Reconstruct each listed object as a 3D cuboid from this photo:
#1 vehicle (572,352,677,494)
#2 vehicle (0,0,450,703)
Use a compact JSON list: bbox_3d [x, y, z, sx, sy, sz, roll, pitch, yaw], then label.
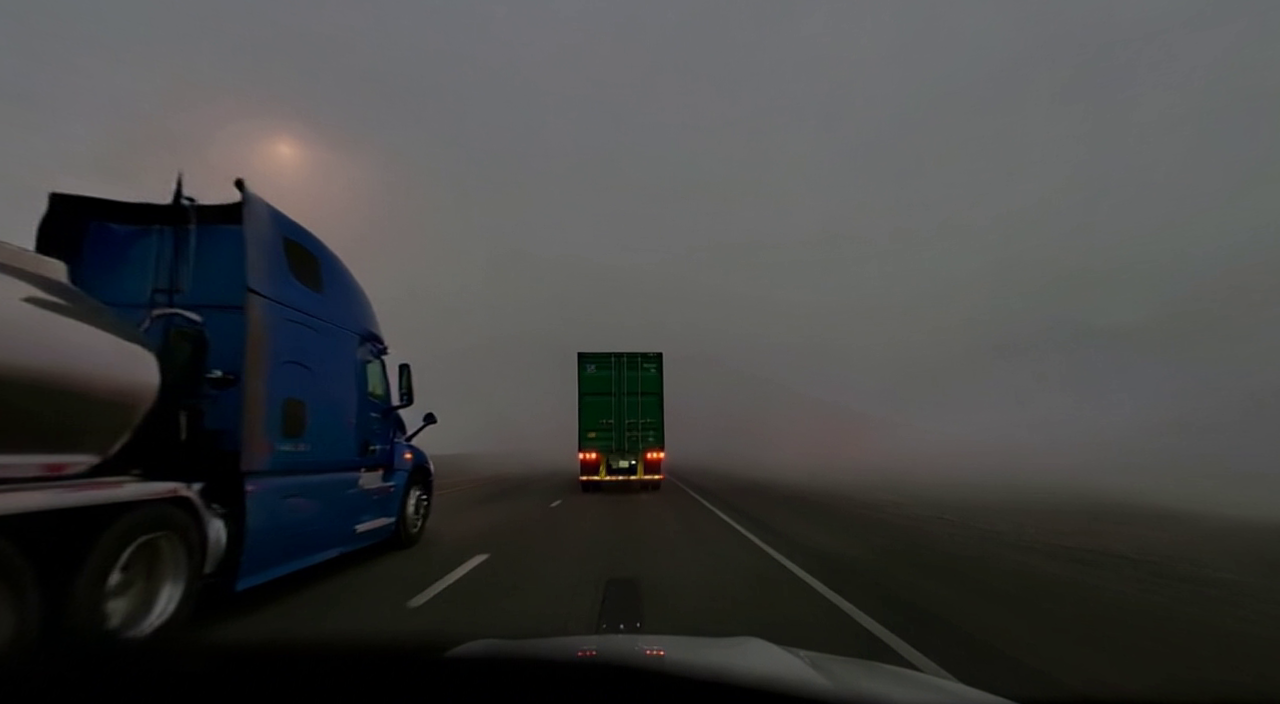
[{"bbox_3d":[-0.416,2.828,23.448,2.942,4.003,11.297,0,-9,0],"label":"vehicle"},{"bbox_3d":[-4.201,0.305,5.082,3.418,3.652,5.690,0,-9,1],"label":"vehicle"}]
